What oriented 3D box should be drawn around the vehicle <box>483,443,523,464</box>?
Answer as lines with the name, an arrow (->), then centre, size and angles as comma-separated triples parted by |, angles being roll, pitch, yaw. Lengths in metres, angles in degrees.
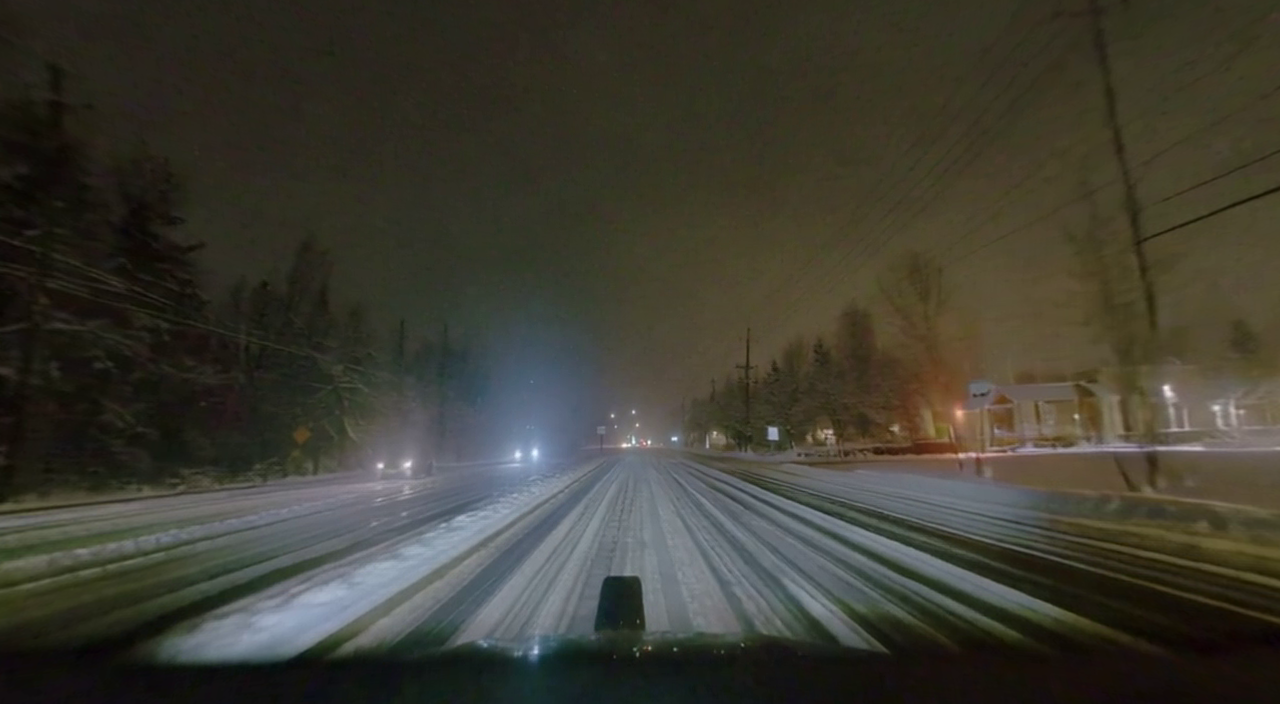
vehicle -> -10.646, 7.910, 49.439 | 1.916, 1.593, 5.012 | 0, -8, 0

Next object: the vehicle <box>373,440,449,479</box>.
vehicle -> -10.688, 5.032, 29.863 | 1.923, 1.702, 4.387 | 0, -8, 1
